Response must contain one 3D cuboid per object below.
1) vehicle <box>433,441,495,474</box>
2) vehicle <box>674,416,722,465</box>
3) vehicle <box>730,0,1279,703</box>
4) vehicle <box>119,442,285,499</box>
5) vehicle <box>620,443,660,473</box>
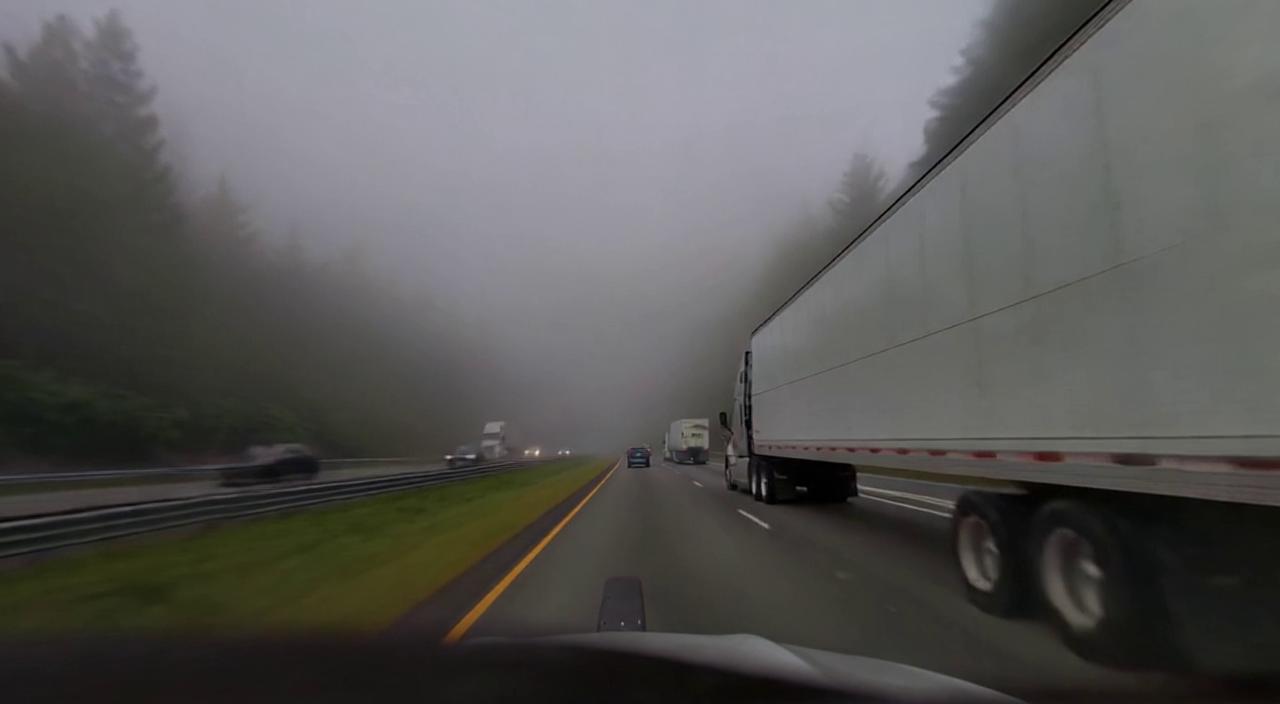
[{"bbox_3d":[-8.922,5.398,32.306,2.027,1.574,3.990,0,-9,0],"label":"vehicle"},{"bbox_3d":[4.010,6.386,45.116,2.684,3.263,5.865,0,-9,-2],"label":"vehicle"},{"bbox_3d":[3.820,0.566,8.553,2.883,4.057,14.579,0,-9,-1],"label":"vehicle"},{"bbox_3d":[-13.085,3.542,19.263,1.827,1.507,4.508,0,-9,0],"label":"vehicle"},{"bbox_3d":[-0.030,5.750,34.408,2.051,1.513,4.511,0,-9,0],"label":"vehicle"}]
